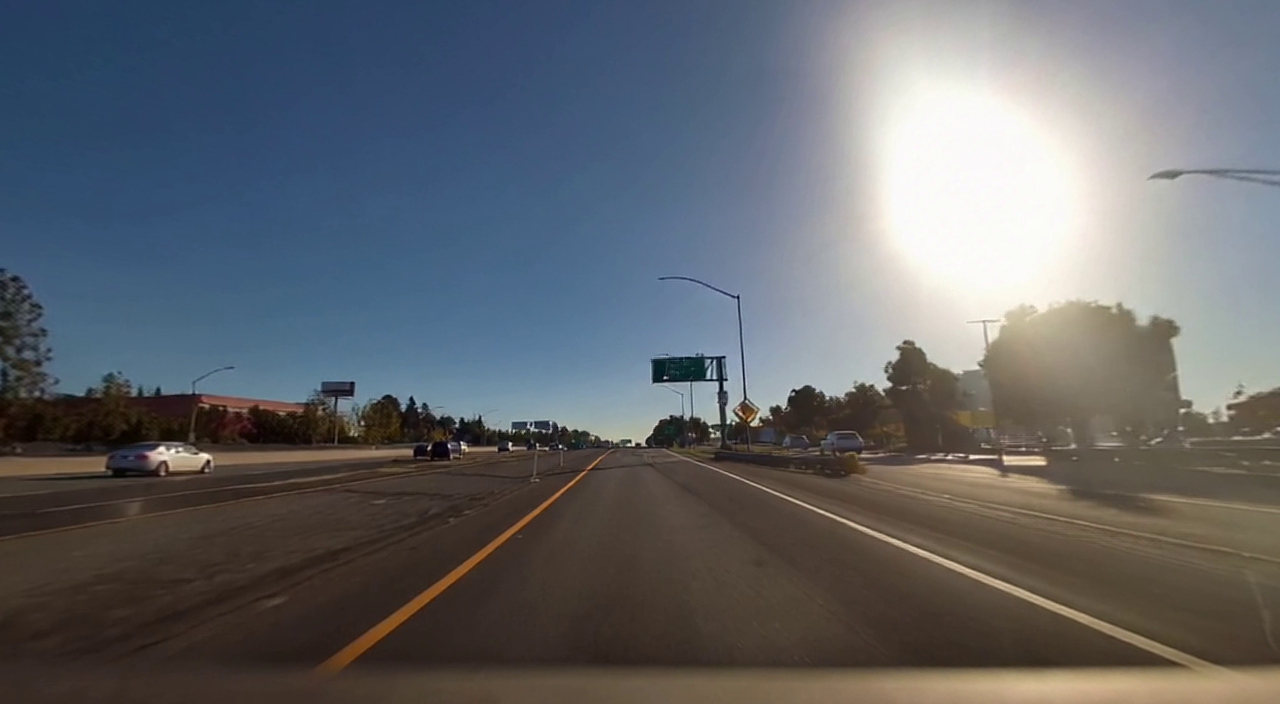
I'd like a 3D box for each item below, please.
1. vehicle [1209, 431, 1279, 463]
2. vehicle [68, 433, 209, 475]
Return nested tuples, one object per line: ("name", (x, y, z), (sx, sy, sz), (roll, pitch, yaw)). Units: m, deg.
("vehicle", (30.519, 4.576, 30.450), (4.141, 1.505, 1.972), (-1, -9, 3))
("vehicle", (-19.917, 4.084, 25.407), (2.068, 1.518, 4.438), (0, -9, -1))
